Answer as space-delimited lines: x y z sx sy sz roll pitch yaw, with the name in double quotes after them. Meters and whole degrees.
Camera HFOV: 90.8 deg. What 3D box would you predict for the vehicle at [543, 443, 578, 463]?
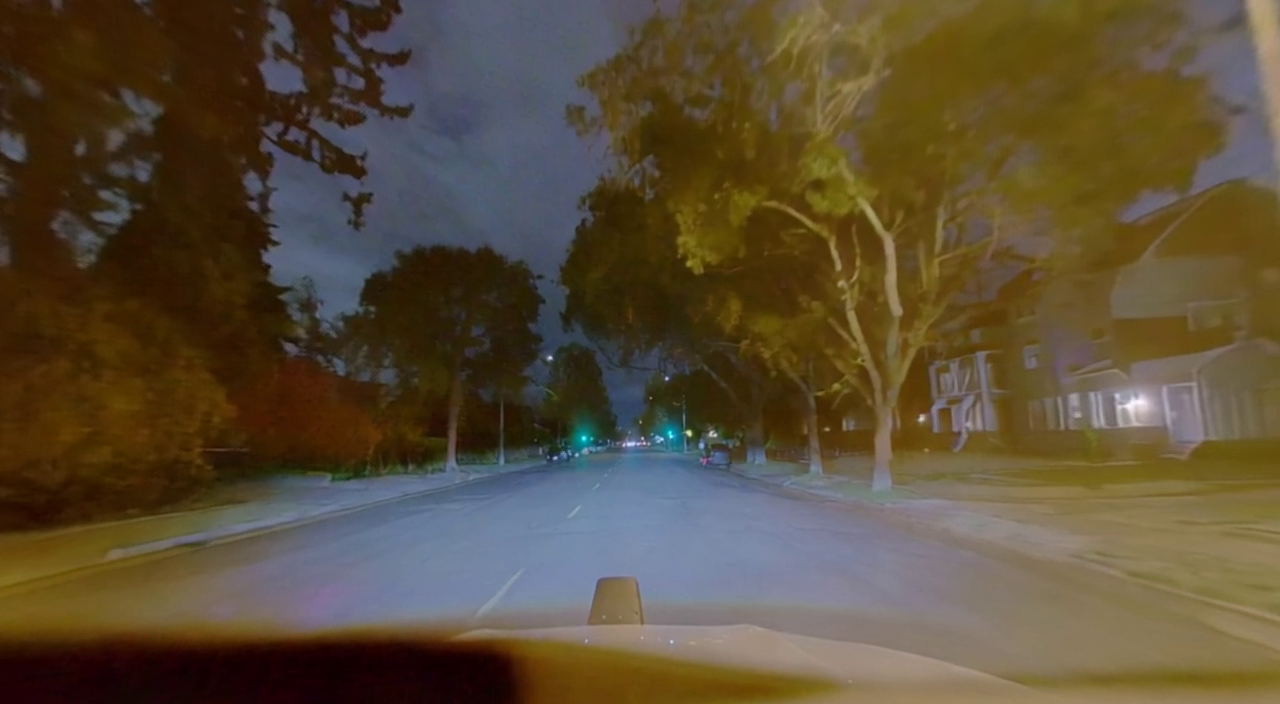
-6.137 7.877 49.377 2.026 1.449 4.422 -1 -8 2 "vehicle"
